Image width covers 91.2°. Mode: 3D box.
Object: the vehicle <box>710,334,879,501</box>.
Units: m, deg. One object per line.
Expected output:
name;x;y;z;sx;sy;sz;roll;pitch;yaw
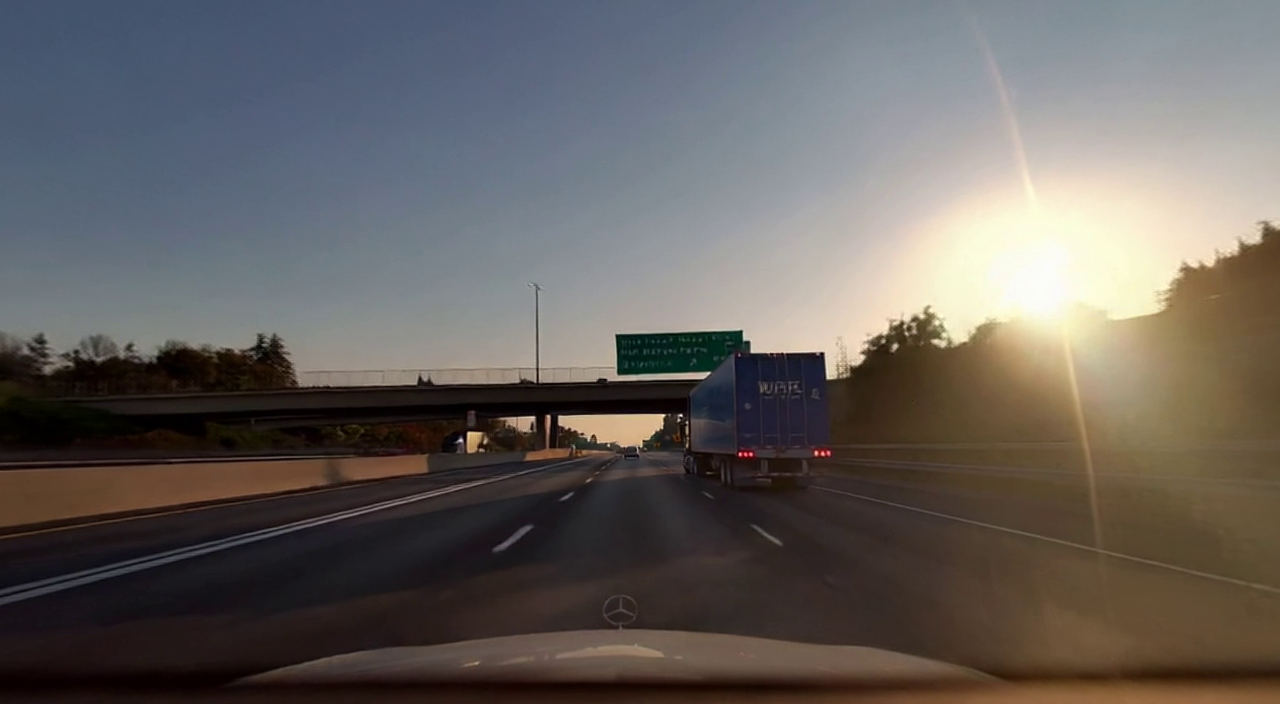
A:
vehicle;4.175;2.207;19.366;2.869;4.013;8.610;0;-9;-1
